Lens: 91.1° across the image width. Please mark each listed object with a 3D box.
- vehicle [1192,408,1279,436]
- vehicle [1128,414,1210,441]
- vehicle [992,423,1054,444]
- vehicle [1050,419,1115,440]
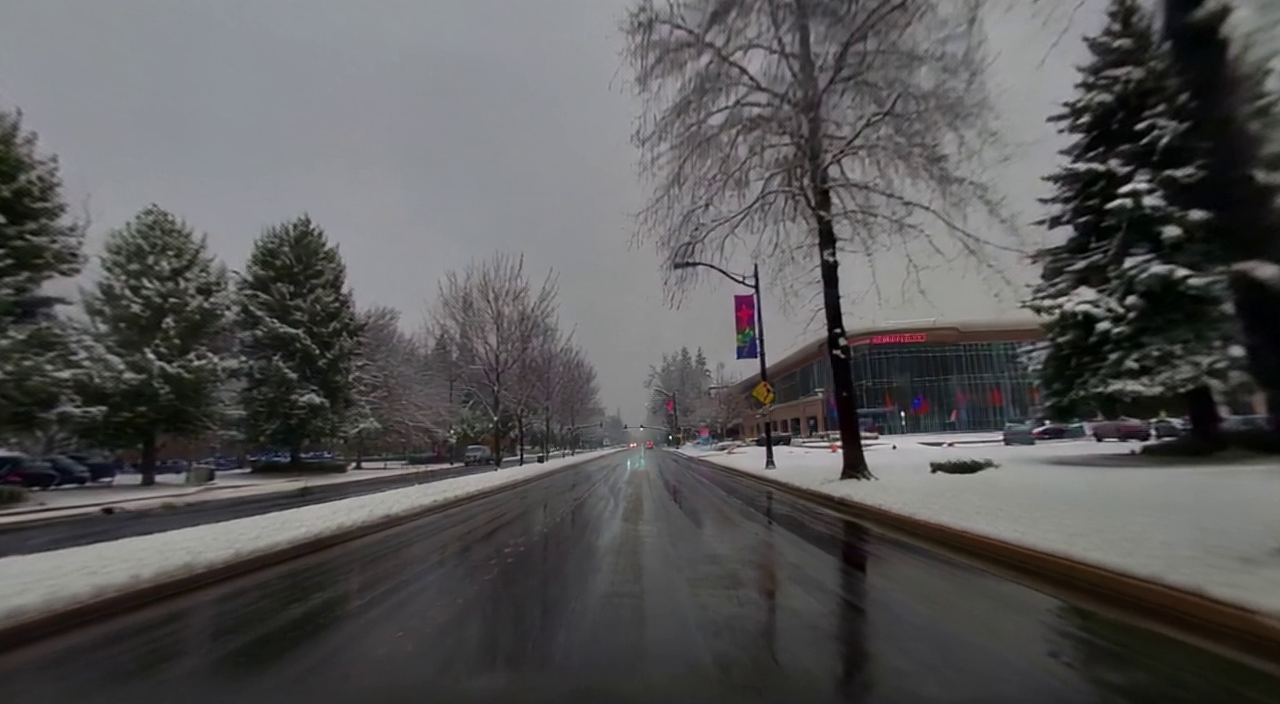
[{"bbox_3d":[39.205,4.650,41.264,1.945,1.690,4.317,-1,-8,1],"label":"vehicle"},{"bbox_3d":[33.846,4.887,40.305,1.866,1.550,3.927,-1,-8,2],"label":"vehicle"},{"bbox_3d":[28.289,6.079,46.495,1.895,1.503,4.234,1,-8,0],"label":"vehicle"},{"bbox_3d":[33.618,5.908,47.794,1.917,1.469,4.195,0,-9,1],"label":"vehicle"}]
